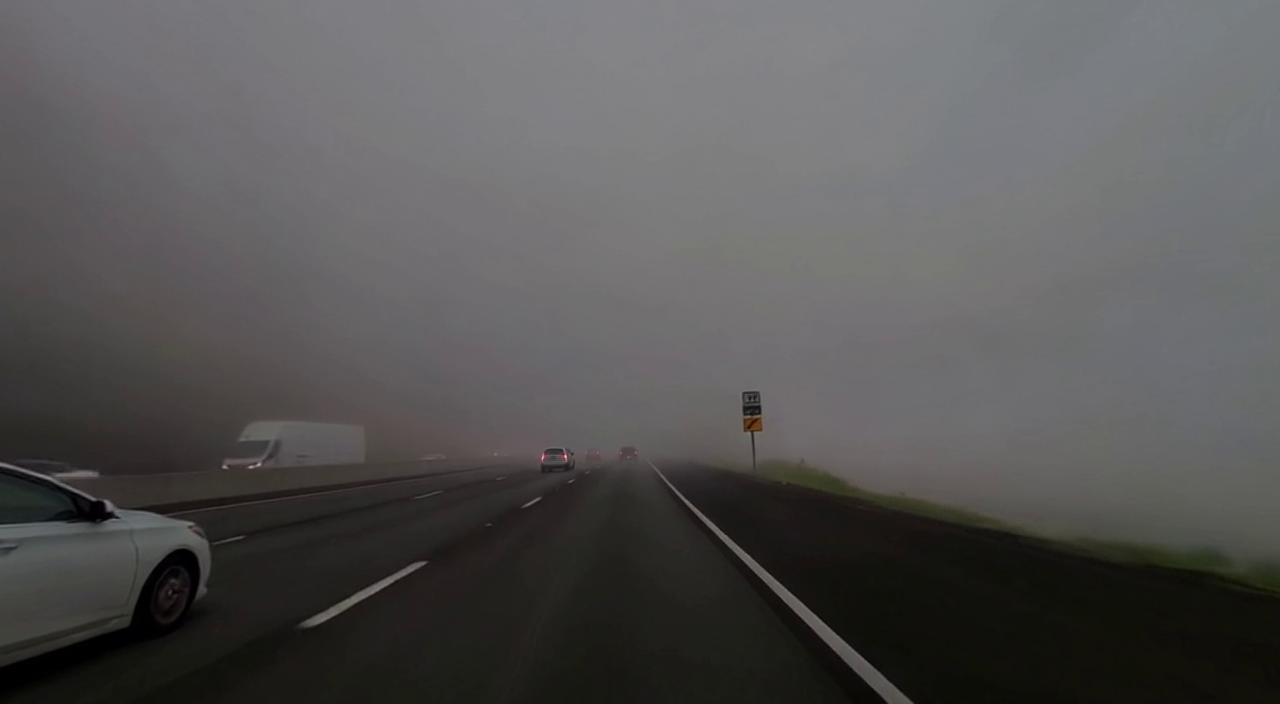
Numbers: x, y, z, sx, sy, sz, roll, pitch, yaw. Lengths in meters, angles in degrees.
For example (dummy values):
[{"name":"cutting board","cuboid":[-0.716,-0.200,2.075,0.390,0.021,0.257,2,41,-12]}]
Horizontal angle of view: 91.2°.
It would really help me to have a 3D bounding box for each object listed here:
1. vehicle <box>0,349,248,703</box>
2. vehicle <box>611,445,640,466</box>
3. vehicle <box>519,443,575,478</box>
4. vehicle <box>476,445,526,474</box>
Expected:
[{"name":"vehicle","cuboid":[-4.078,0.819,2.506,2.074,1.779,4.588,0,-9,-1]},{"name":"vehicle","cuboid":[-1.039,7.576,45.914,2.023,1.479,3.718,0,-9,-1]},{"name":"vehicle","cuboid":[-4.233,5.025,29.167,1.988,1.477,4.118,0,-9,0]},{"name":"vehicle","cuboid":[-7.851,6.071,35.644,1.936,1.516,3.904,0,-9,0]}]
